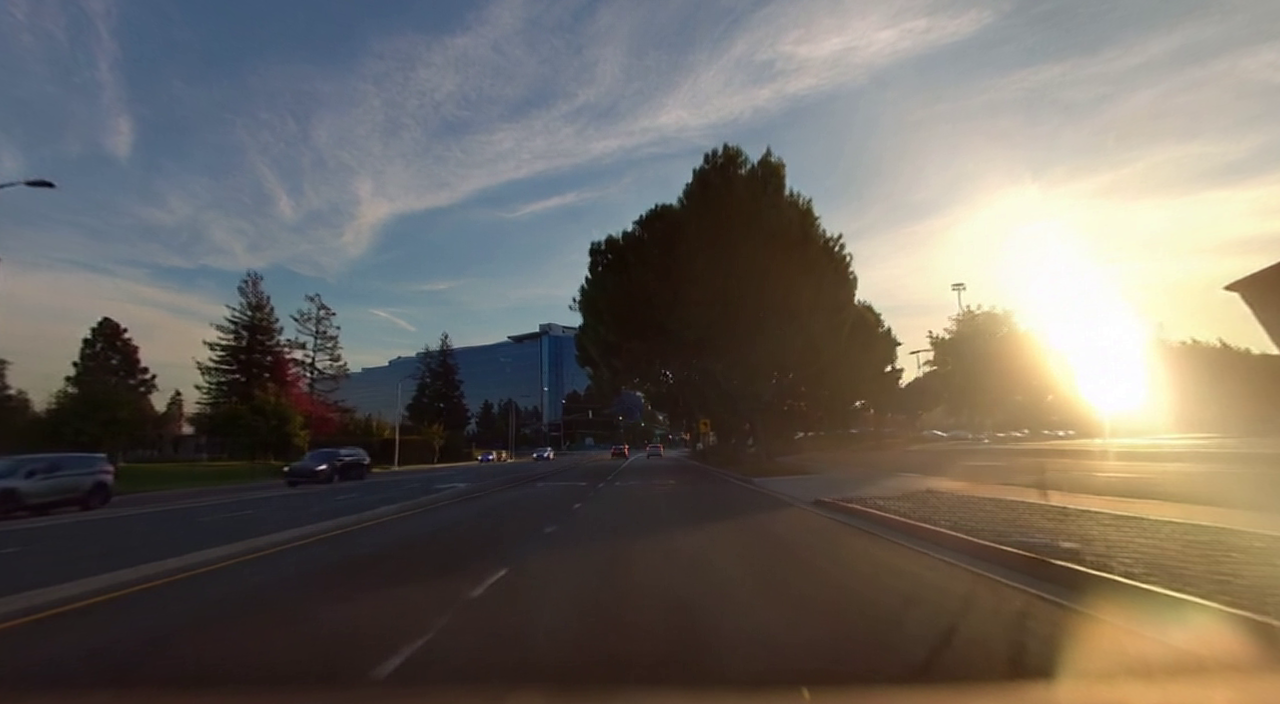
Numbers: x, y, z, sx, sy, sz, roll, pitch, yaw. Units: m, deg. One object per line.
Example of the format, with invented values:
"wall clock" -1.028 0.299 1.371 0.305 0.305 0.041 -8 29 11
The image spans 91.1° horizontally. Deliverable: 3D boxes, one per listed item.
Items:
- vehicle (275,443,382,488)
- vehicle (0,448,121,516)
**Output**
"vehicle" -13.410 4.885 27.424 2.145 1.754 4.777 0 -8 1
"vehicle" -17.316 3.594 17.406 1.998 1.724 4.486 -3 -9 0
